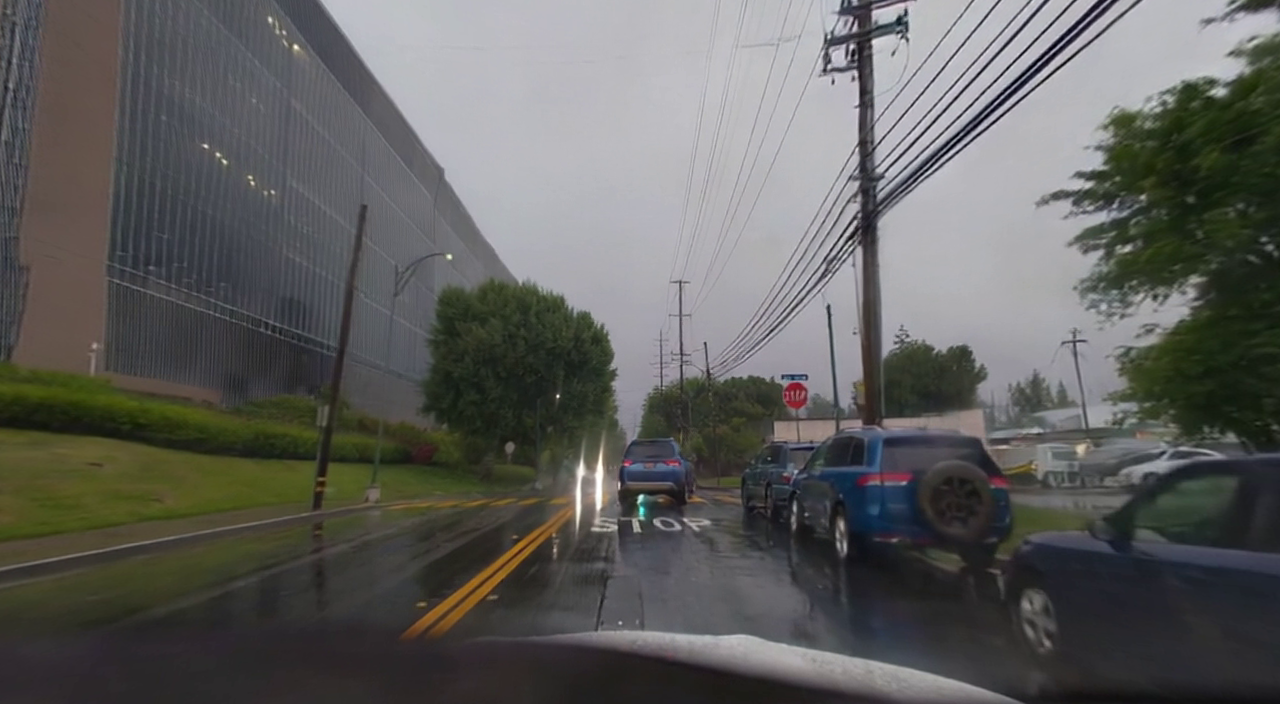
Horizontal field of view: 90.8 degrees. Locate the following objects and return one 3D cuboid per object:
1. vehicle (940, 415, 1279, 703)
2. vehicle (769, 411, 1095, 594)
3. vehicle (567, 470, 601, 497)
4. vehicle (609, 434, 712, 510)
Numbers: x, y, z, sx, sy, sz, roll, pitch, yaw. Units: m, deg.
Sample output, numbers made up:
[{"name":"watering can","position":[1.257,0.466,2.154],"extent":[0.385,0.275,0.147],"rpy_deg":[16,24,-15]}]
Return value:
[{"name":"vehicle","position":[3.401,1.065,2.980],"extent":[1.828,1.476,3.984],"rpy_deg":[0,-8,-3]},{"name":"vehicle","position":[3.262,1.764,8.330],"extent":[2.039,1.731,4.428],"rpy_deg":[0,-8,-2]},{"name":"vehicle","position":[-3.646,8.633,41.691],"extent":[1.911,1.563,4.057],"rpy_deg":[0,-8,0]},{"name":"vehicle","position":[0.738,3.243,17.644],"extent":[2.214,1.789,4.872],"rpy_deg":[-2,-9,10]}]
